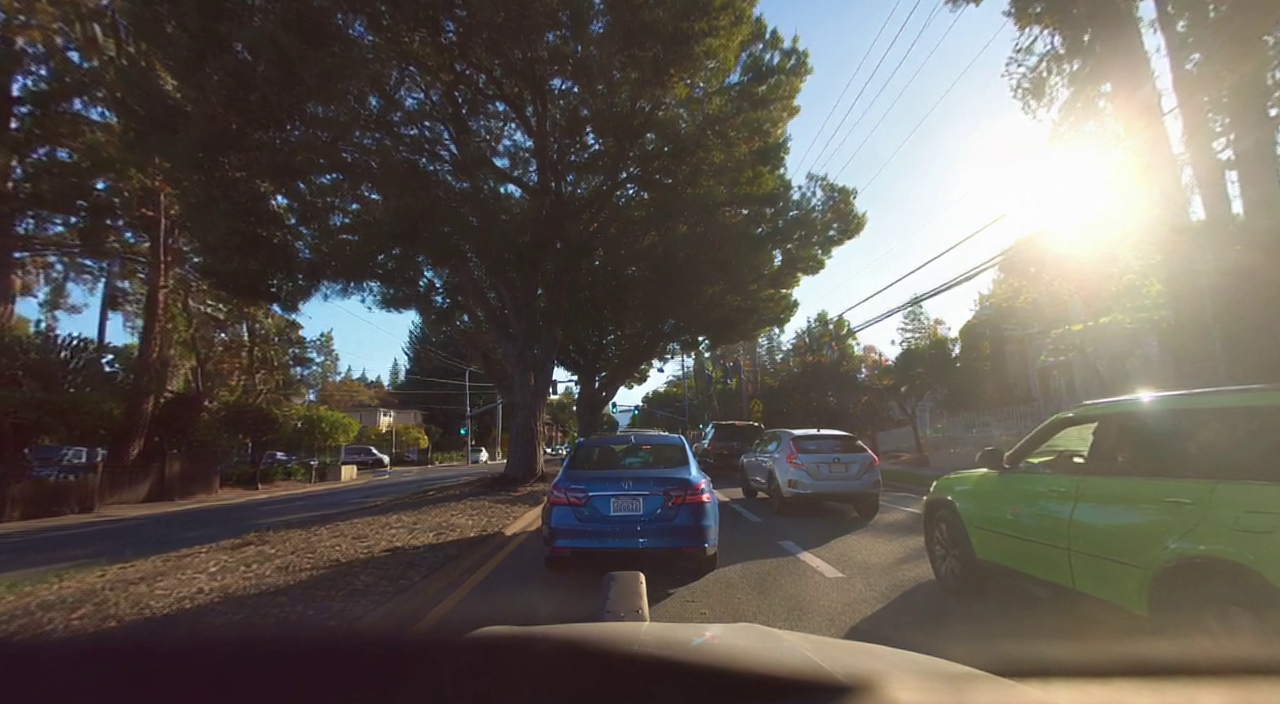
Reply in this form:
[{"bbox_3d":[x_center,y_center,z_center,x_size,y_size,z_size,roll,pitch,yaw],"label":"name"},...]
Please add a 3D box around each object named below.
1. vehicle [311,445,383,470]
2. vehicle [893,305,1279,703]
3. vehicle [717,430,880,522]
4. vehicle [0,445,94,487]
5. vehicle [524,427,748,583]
[{"bbox_3d":[-19.892,7.145,43.028,3.957,1.630,1.881,0,-8,0],"label":"vehicle"},{"bbox_3d":[3.361,0.902,3.588,2.006,1.766,4.345,0,-8,0],"label":"vehicle"},{"bbox_3d":[2.945,2.421,12.911,1.971,1.517,4.521,0,-8,-3],"label":"vehicle"},{"bbox_3d":[-22.618,4.113,22.897,4.092,1.438,1.639,-1,-8,1],"label":"vehicle"},{"bbox_3d":[-0.089,1.804,8.311,2.186,1.500,4.141,0,-8,-1],"label":"vehicle"}]
